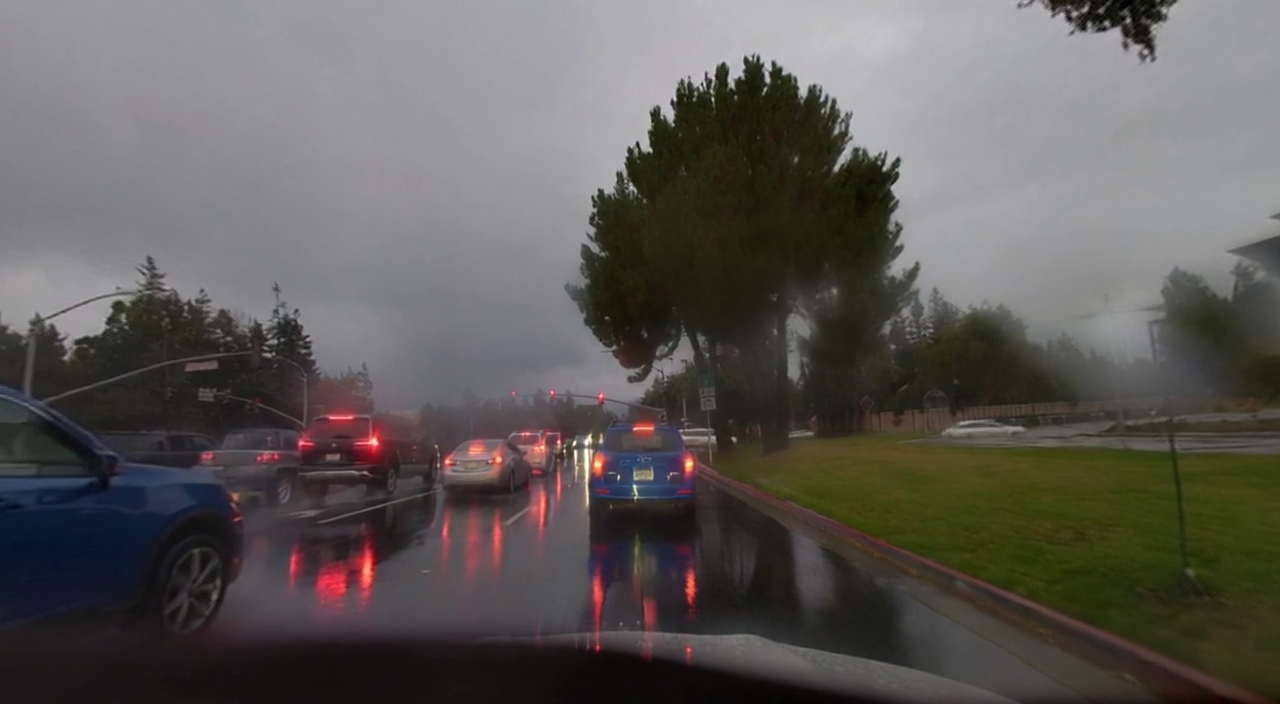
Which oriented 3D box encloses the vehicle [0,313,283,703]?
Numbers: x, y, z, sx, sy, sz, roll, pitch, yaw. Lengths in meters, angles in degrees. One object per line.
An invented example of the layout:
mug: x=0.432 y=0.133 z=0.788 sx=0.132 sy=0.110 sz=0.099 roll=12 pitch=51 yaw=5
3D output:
vehicle: x=-4.069 y=0.769 z=2.765 sx=2.088 sy=1.947 sz=5.119 roll=0 pitch=-9 yaw=-1

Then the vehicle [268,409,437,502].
vehicle: x=-7.400 y=2.749 z=17.055 sx=2.195 sy=2.093 sz=5.185 roll=0 pitch=-9 yaw=-1

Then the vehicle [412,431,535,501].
vehicle: x=-4.022 y=2.823 z=16.067 sx=1.942 sy=1.523 sz=4.212 roll=0 pitch=-9 yaw=0

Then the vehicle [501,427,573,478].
vehicle: x=-3.912 y=3.933 z=24.848 sx=2.043 sy=1.813 sz=4.549 roll=0 pitch=-9 yaw=0

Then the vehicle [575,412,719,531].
vehicle: x=0.089 y=2.035 z=11.237 sx=2.055 sy=1.681 sz=4.270 roll=0 pitch=-9 yaw=0

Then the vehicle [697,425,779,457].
vehicle: x=6.412 y=5.909 z=41.802 sx=5.152 sy=2.001 sz=2.060 roll=-1 pitch=-9 yaw=4
